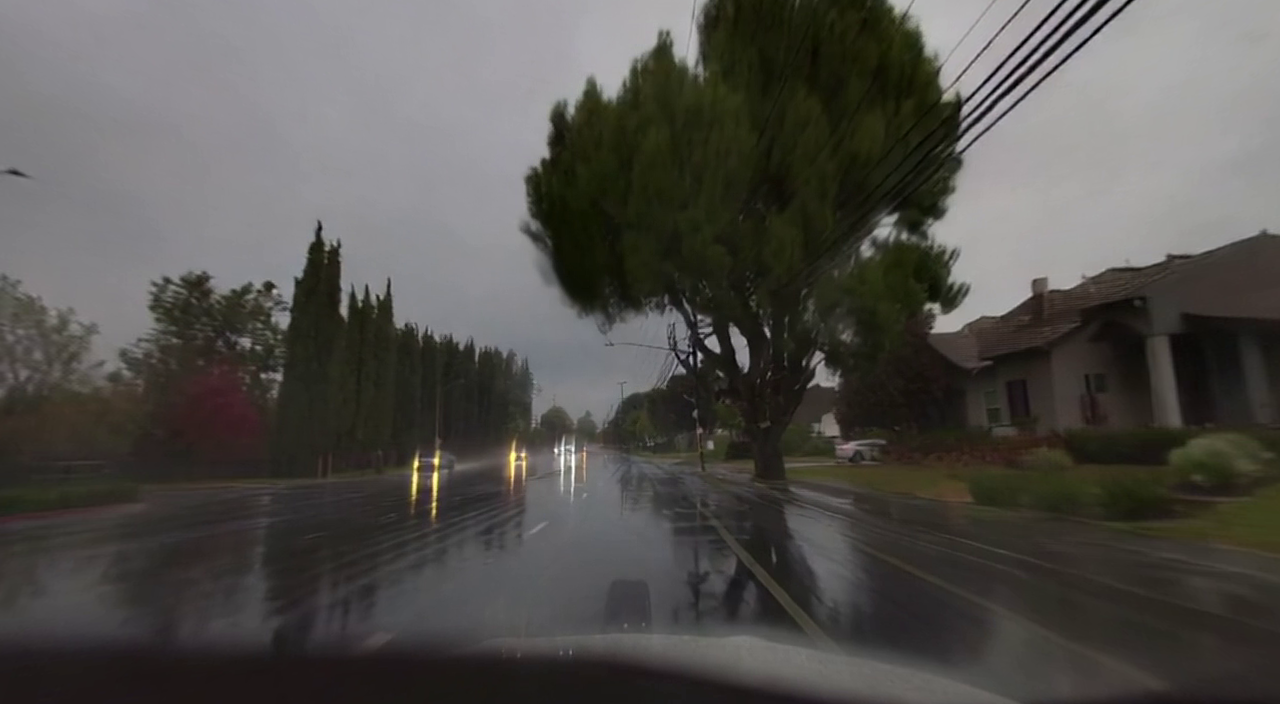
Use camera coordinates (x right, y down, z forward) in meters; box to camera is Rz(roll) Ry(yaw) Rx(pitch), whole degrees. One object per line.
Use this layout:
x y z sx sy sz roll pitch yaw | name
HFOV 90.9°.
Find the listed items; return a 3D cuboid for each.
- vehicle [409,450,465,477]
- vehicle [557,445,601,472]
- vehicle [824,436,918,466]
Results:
-12.252 6.742 38.283 1.970 1.496 4.512 0 -8 -1 | vehicle
-3.487 6.168 36.695 2.084 1.466 4.522 0 -8 0 | vehicle
14.193 6.080 38.835 4.904 1.735 2.270 1 -8 -10 | vehicle
